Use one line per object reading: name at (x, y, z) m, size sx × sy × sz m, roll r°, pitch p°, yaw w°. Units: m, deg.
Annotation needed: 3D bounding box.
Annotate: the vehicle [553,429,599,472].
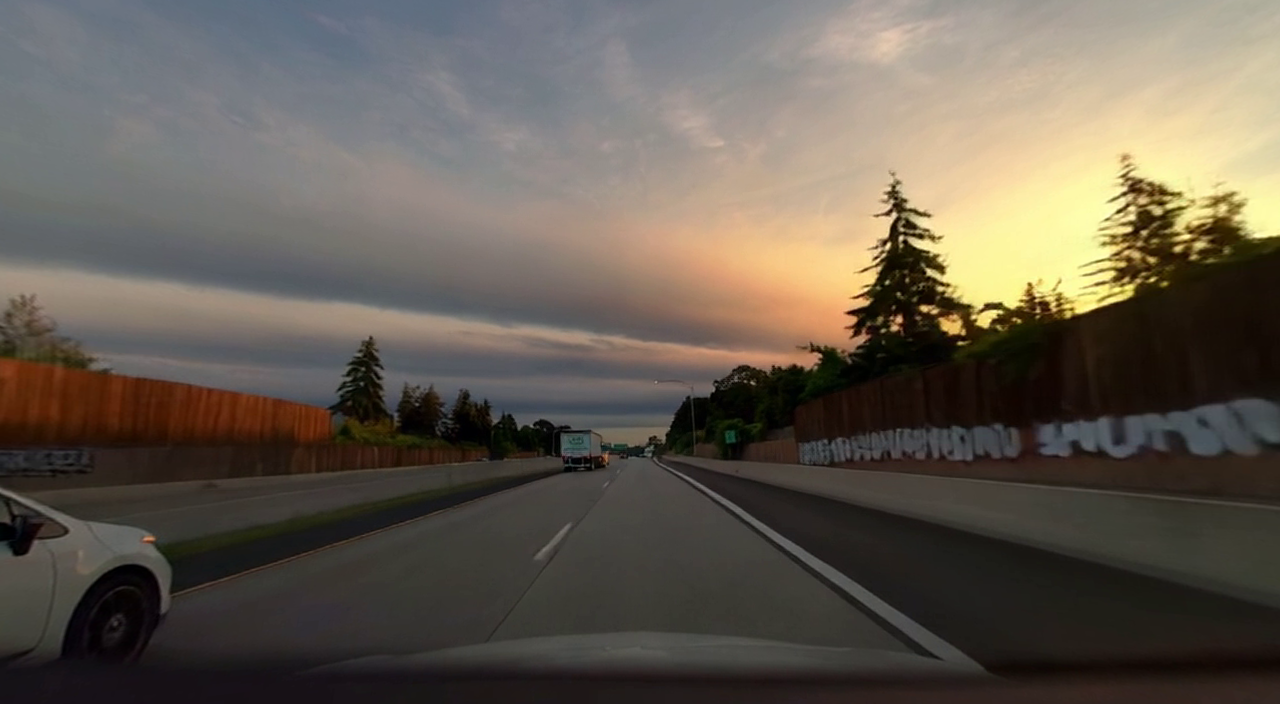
vehicle at (-3.950, 6.232, 39.853) m, size 2.305 × 2.517 × 5.486 m, roll 0°, pitch -9°, yaw 0°
